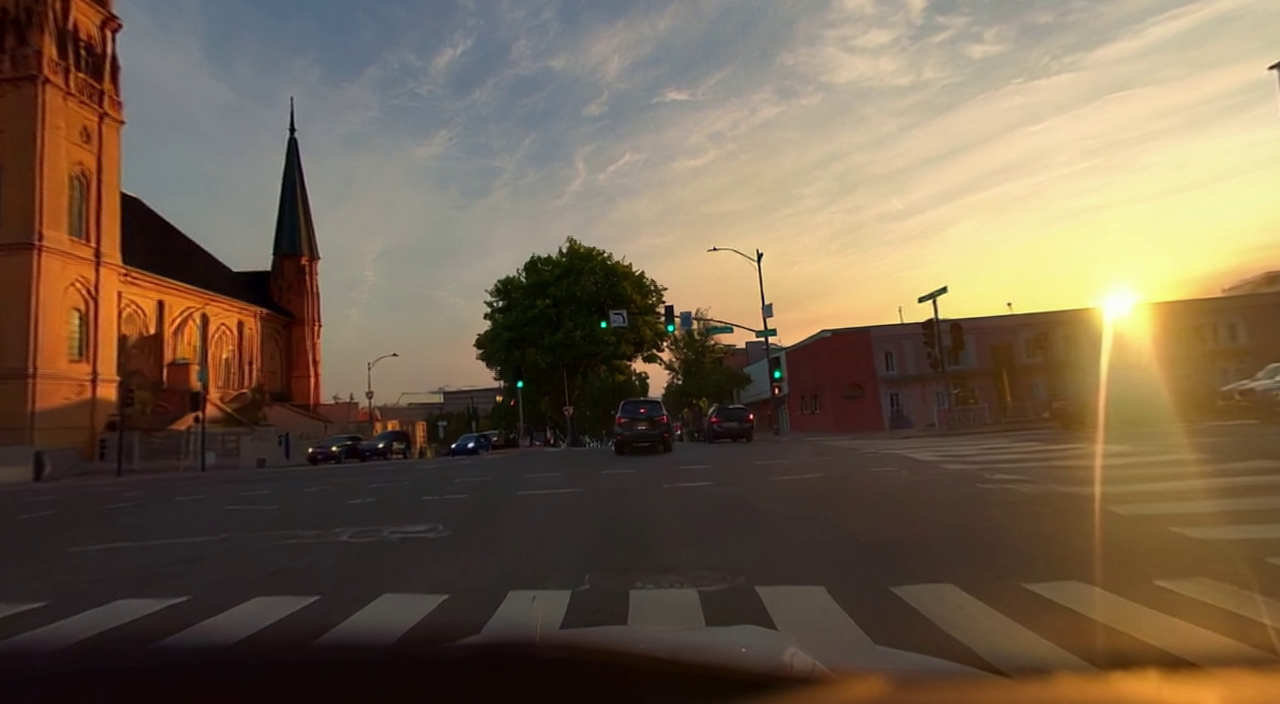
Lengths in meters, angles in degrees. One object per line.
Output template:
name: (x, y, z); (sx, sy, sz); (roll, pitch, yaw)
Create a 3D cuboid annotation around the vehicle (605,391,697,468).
vehicle: (0.183, 2.014, 16.983); (2.168, 1.776, 4.135); (0, -5, -2)

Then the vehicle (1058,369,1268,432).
vehicle: (15.700, 1.485, 19.173); (4.488, 1.475, 2.083); (-4, -5, -1)

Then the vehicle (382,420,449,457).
vehicle: (-11.963, 4.675, 33.978); (2.069, 1.790, 4.358); (-1, -9, -1)

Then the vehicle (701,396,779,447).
vehicle: (3.673, 2.682, 24.055); (2.080, 1.735, 4.650); (0, -7, -2)

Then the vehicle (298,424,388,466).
vehicle: (-14.967, 4.735, 32.289); (1.969, 1.896, 5.404); (1, -8, 0)

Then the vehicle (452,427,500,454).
vehicle: (-11.451, 6.237, 44.372); (2.170, 1.746, 4.565); (0, -8, 0)
